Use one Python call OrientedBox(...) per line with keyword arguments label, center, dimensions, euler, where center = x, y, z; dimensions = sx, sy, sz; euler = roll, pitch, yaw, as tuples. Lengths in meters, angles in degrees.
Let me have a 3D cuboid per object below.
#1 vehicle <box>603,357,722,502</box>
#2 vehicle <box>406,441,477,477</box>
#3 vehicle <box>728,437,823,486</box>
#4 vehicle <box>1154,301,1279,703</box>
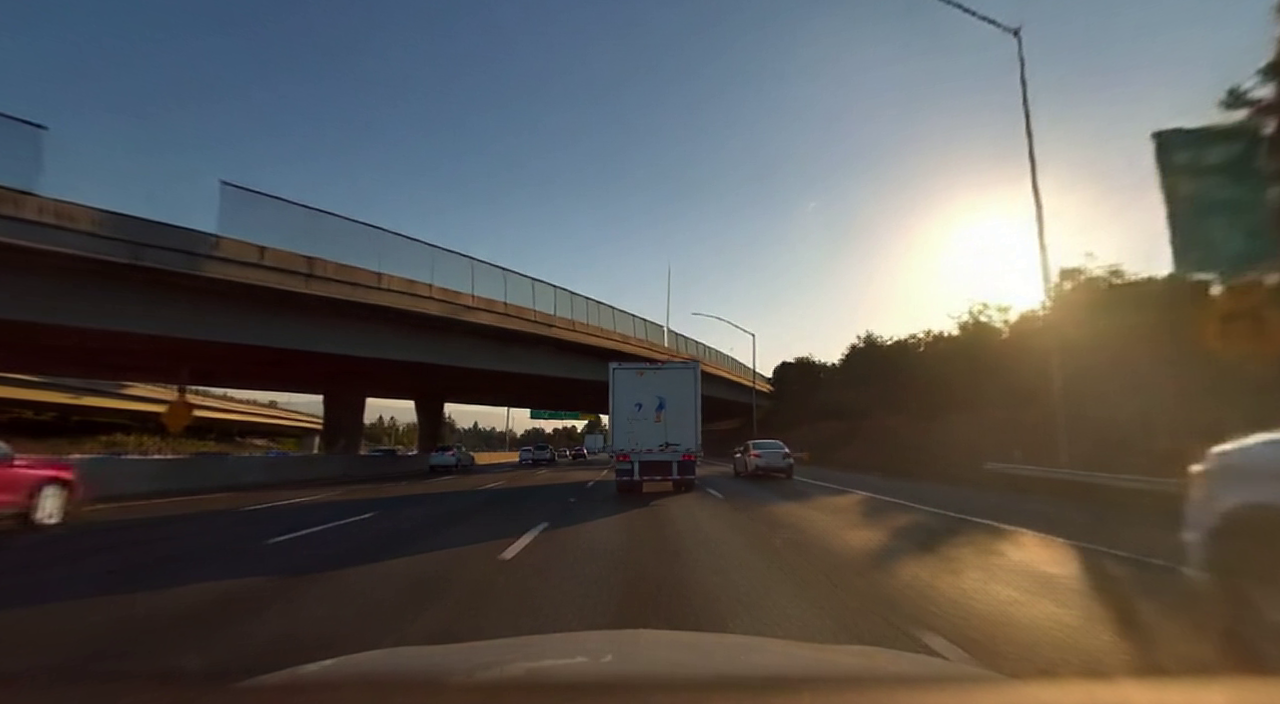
OrientedBox(label="vehicle", center=(0.376, 2.723, 21.079), dimensions=(2.916, 3.584, 10.841), euler=(0, -9, -2))
OrientedBox(label="vehicle", center=(-10.728, 5.789, 34.524), dimensions=(2.217, 1.797, 5.226), euler=(0, -9, 0))
OrientedBox(label="vehicle", center=(4.537, 3.754, 21.971), dimensions=(2.108, 1.508, 4.744), euler=(0, -9, -2))
OrientedBox(label="vehicle", center=(4.044, 0.467, 0.977), dimensions=(2.174, 1.968, 5.016), euler=(0, -9, 0))
